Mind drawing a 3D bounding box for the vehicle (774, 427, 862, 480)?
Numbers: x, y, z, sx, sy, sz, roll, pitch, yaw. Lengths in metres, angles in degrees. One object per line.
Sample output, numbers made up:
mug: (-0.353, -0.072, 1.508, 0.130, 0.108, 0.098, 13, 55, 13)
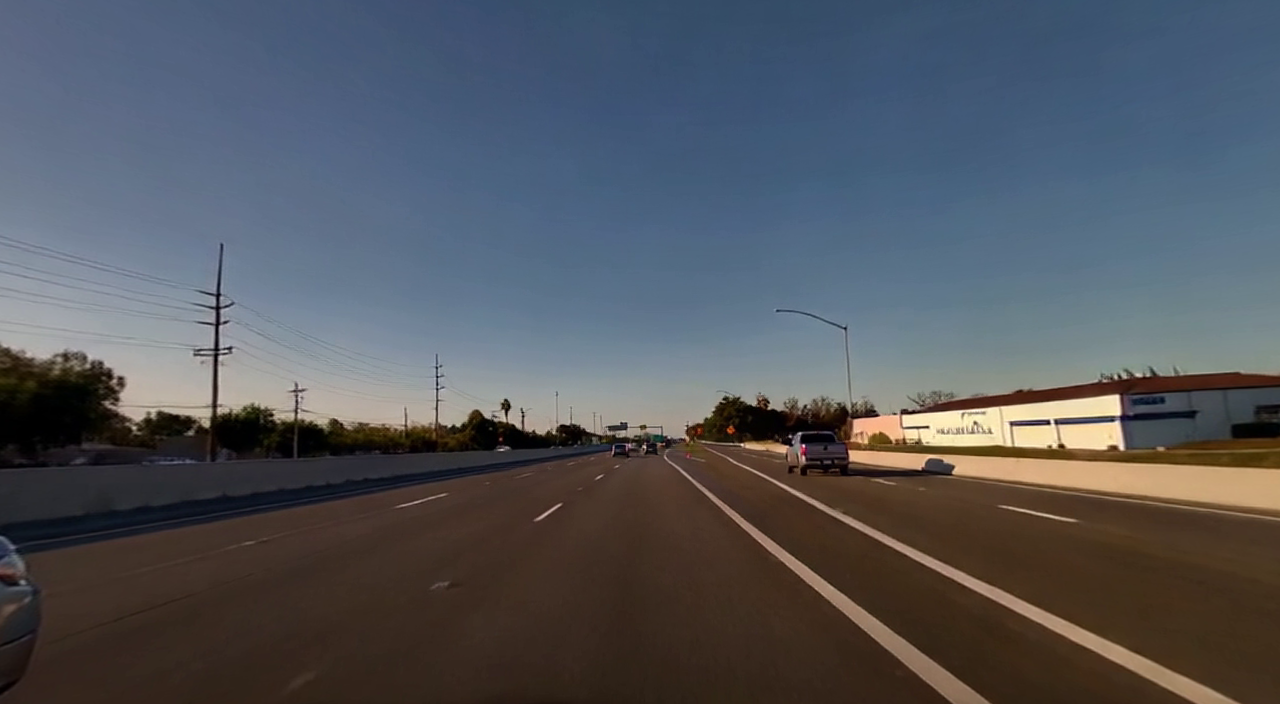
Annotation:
vehicle: (6.853, 3.988, 24.956, 2.186, 1.840, 5.289, -1, -8, 3)

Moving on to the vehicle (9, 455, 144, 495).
vehicle: (-27.804, 6.039, 31.406, 2.055, 1.755, 4.912, 0, -8, 1)
